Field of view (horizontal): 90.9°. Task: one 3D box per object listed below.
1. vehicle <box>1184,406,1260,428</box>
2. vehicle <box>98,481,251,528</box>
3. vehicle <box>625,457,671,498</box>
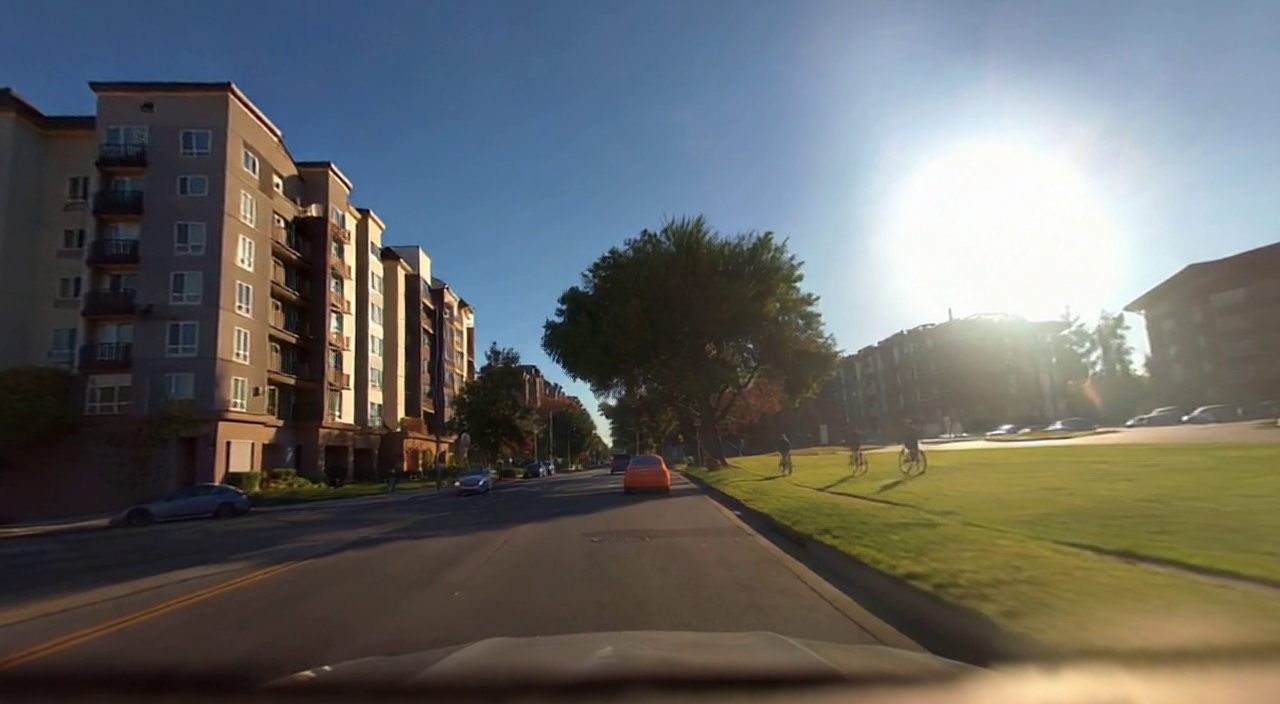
[{"bbox_3d":[44.942,5.058,48.698,4.615,1.596,2.002,2,-9,-15],"label":"vehicle"},{"bbox_3d":[-18.772,6.110,25.574,2.116,1.409,4.607,-9,-12,43],"label":"vehicle"},{"bbox_3d":[0.320,4.533,23.024,1.559,1.351,2.452,-1,-9,2],"label":"vehicle"}]
